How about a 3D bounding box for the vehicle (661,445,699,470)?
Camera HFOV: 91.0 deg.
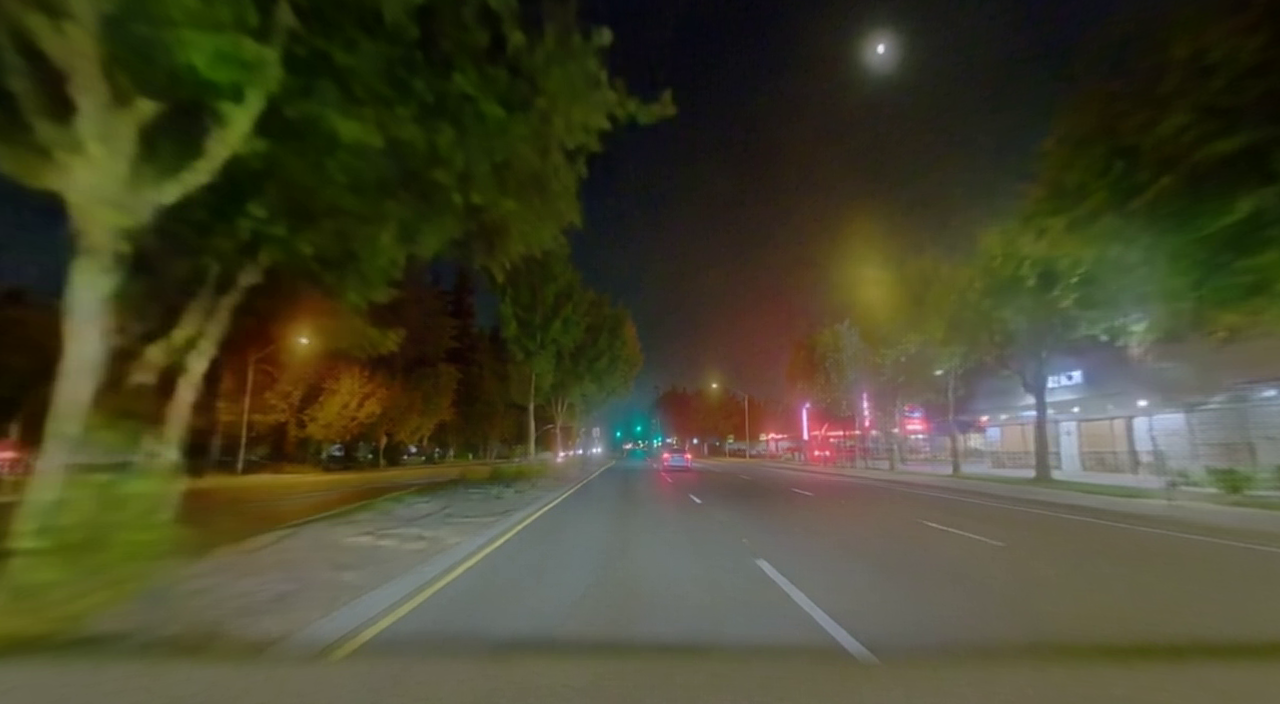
[{"bbox_3d":[2.502,6.787,40.624,2.015,1.479,4.444,0,-9,-2],"label":"vehicle"}]
